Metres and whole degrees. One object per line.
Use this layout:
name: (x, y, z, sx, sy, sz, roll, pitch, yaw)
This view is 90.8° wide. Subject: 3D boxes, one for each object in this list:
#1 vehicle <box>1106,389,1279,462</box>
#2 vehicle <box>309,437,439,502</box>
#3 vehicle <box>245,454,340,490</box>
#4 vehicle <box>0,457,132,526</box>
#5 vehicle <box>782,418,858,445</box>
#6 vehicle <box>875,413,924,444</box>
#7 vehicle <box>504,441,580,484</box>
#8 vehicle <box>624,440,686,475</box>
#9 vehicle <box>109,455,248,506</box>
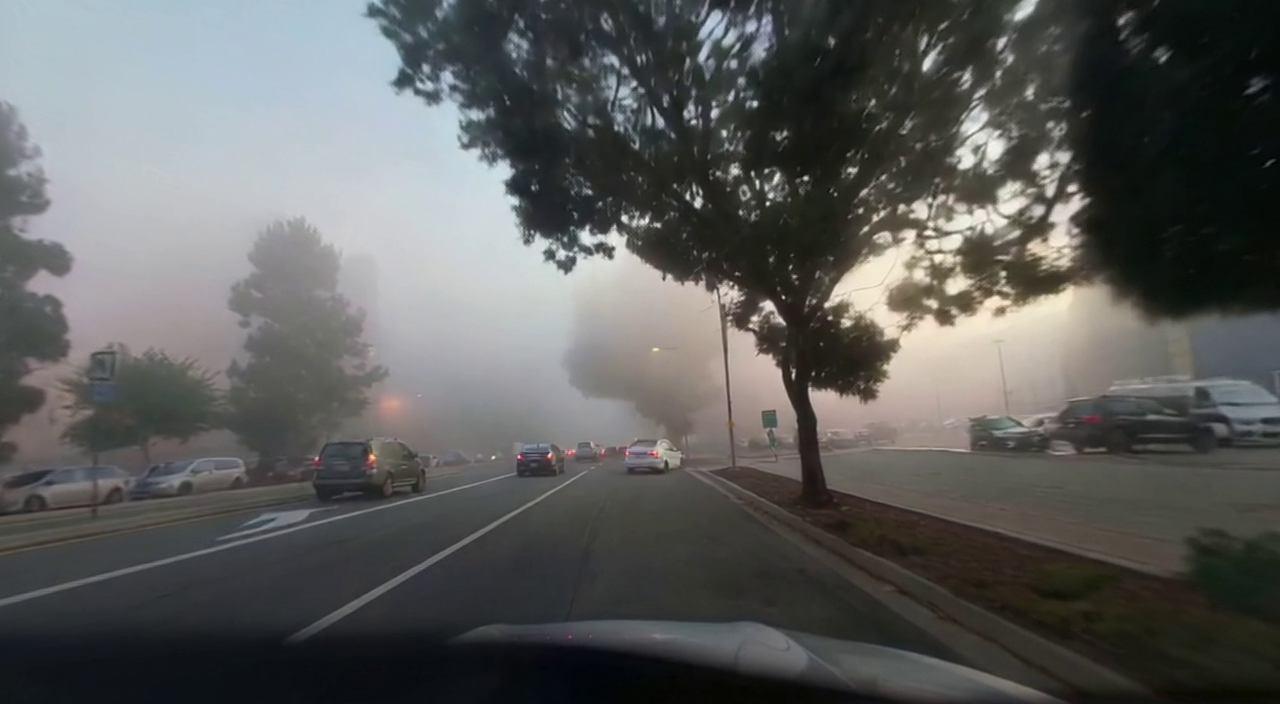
vehicle: (13.555, 1.628, 13.794, 4.959, 1.455, 2.203, 0, -8, 1)
vehicle: (-7.931, 3.515, 19.380, 2.054, 1.744, 4.422, 0, -8, 0)
vehicle: (-16.895, 5.829, 31.024, 1.923, 1.543, 4.687, 0, -8, 1)
vehicle: (-17.082, 3.827, 17.753, 1.874, 1.626, 4.447, 0, -8, -1)
vehicle: (13.819, 6.147, 48.846, 5.161, 1.993, 2.293, 0, -8, 1)
vehicle: (18.601, 5.613, 45.578, 2.569, 2.081, 6.193, -3, -9, 16)
vehicle: (-3.680, 4.225, 24.547, 2.235, 1.500, 4.420, 0, -8, 0)
vehicle: (0.802, 4.969, 30.143, 2.208, 1.513, 4.504, -2, -9, 11)
vehicle: (-16.913, 4.682, 23.482, 1.858, 1.612, 4.398, 0, -8, -1)
